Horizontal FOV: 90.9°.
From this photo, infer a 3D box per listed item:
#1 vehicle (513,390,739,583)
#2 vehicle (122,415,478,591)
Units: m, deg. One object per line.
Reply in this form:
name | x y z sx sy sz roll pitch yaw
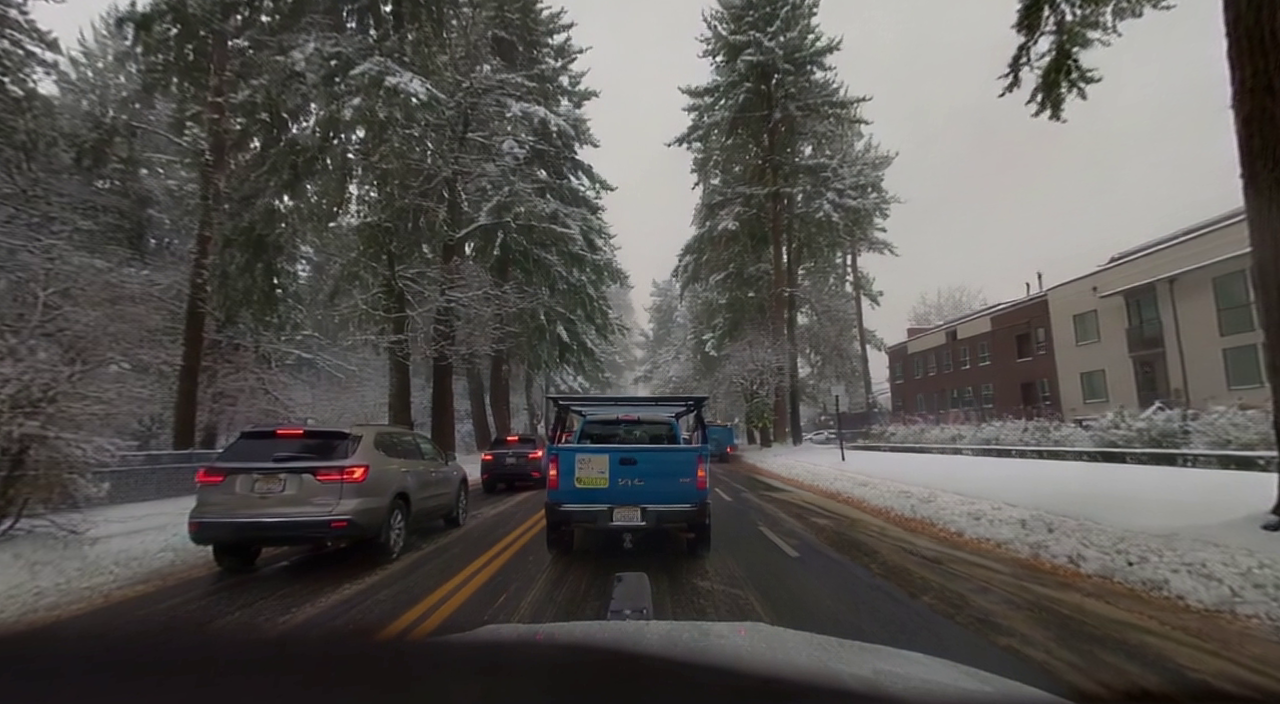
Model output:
vehicle | -0.115 1.539 7.896 2.075 1.770 4.018 0 -8 0
vehicle | -3.771 1.743 8.248 1.959 1.614 4.676 0 -8 1
